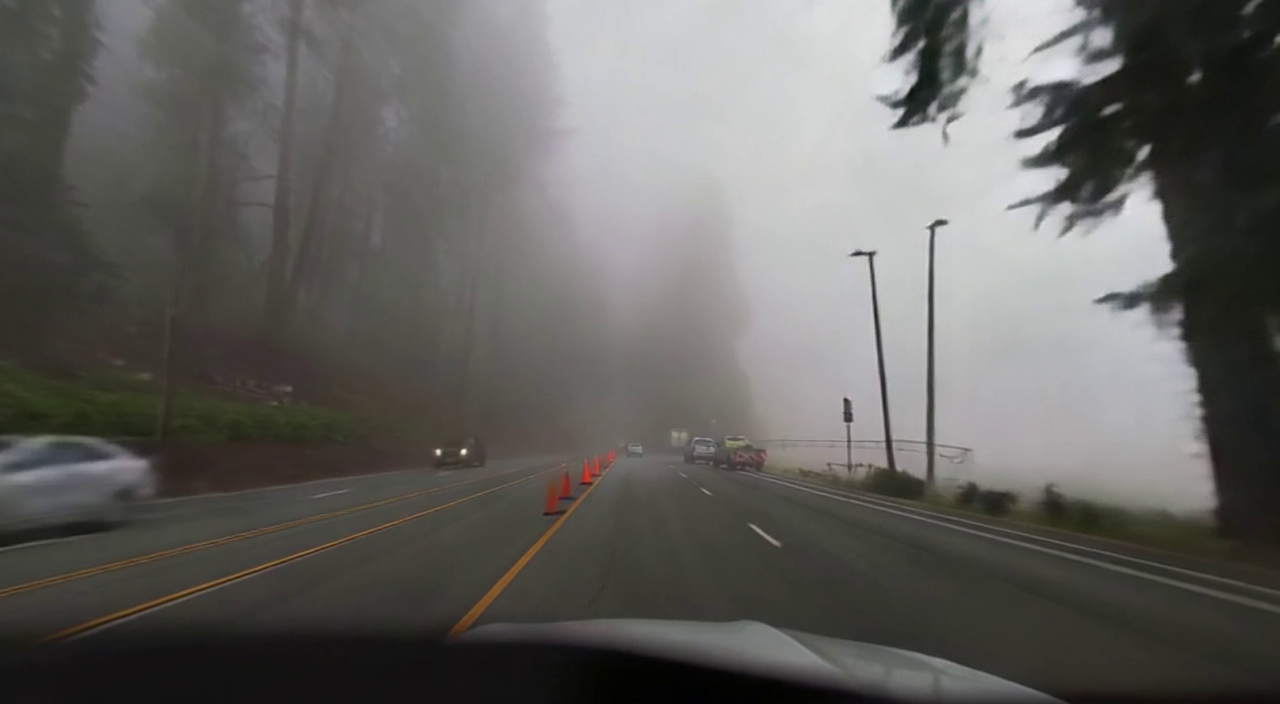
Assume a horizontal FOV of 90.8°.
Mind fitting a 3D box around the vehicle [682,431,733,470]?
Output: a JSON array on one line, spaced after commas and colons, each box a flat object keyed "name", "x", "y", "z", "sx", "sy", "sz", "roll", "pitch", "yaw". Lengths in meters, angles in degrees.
[{"name": "vehicle", "x": 4.542, "y": 6.856, "z": 43.534, "sx": 2.694, "sy": 2.177, "sz": 6.177, "roll": 0, "pitch": -13, "yaw": -1}]

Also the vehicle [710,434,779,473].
[{"name": "vehicle", "x": 5.685, "y": 5.674, "z": 35.522, "sx": 2.294, "sy": 1.949, "sz": 6.246, "roll": 1, "pitch": -8, "yaw": -5}]
